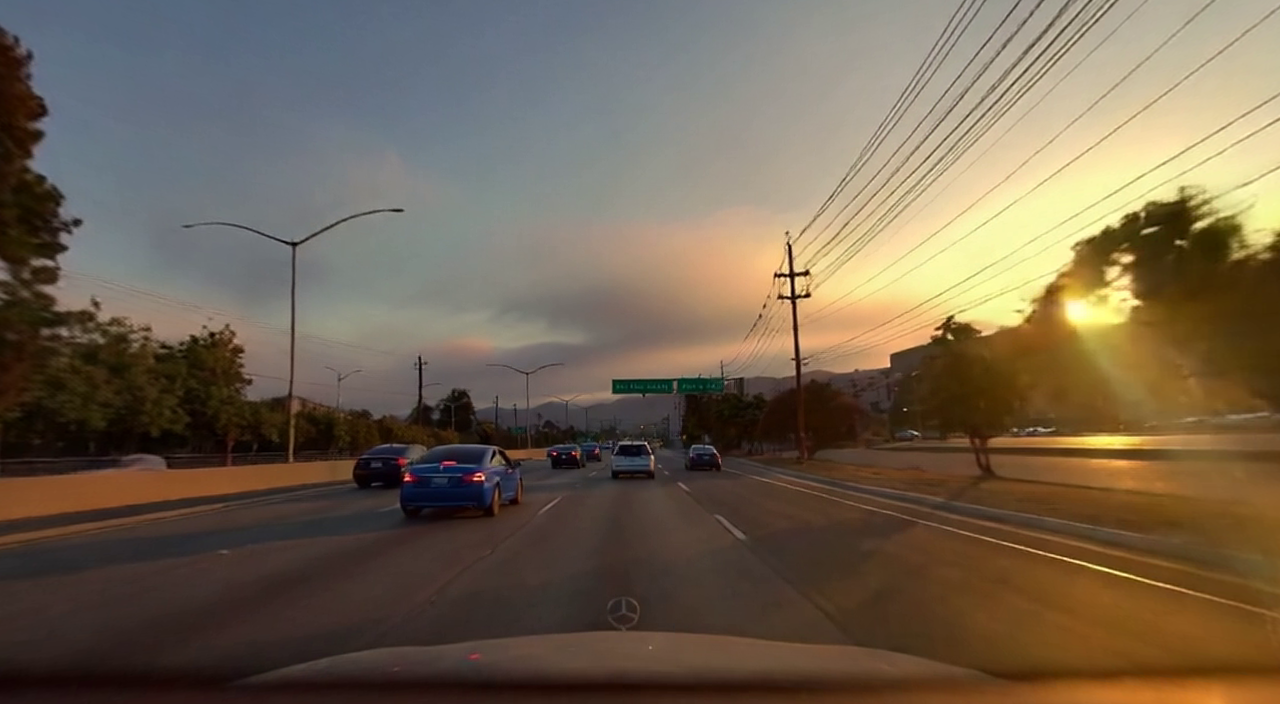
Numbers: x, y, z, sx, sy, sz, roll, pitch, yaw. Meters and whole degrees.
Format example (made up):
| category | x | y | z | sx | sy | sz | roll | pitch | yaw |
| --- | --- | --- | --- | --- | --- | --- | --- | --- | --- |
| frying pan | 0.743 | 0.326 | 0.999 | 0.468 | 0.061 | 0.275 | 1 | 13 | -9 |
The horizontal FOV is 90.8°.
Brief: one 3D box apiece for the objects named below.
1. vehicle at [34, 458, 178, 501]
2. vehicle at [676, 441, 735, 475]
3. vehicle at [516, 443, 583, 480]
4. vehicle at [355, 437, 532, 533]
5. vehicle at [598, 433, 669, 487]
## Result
| category | x | y | z | sx | sy | sz | roll | pitch | yaw |
| --- | --- | --- | --- | --- | --- | --- | --- | --- | --- |
| vehicle | -22.122 | 5.251 | 26.476 | 2.048 | 1.530 | 4.605 | 0 | -8 | -1 |
| vehicle | 3.004 | 4.961 | 29.932 | 2.197 | 1.464 | 4.356 | 0 | -8 | -2 |
| vehicle | -3.794 | 4.661 | 27.290 | 2.203 | 1.425 | 4.610 | 0 | -8 | 0 |
| vehicle | -3.386 | 2.357 | 11.908 | 1.958 | 1.447 | 4.454 | 0 | -8 | -1 |
| vehicle | -0.217 | 3.746 | 22.258 | 2.284 | 1.699 | 4.168 | 0 | -8 | 0 |
